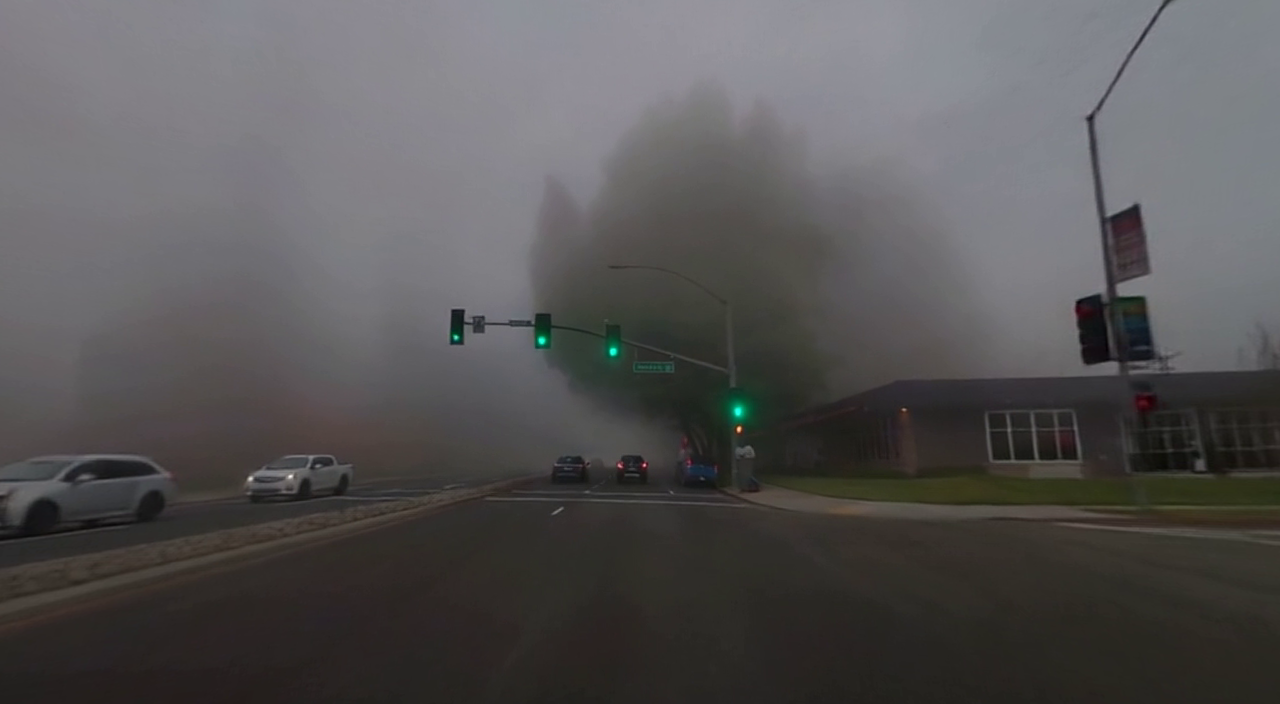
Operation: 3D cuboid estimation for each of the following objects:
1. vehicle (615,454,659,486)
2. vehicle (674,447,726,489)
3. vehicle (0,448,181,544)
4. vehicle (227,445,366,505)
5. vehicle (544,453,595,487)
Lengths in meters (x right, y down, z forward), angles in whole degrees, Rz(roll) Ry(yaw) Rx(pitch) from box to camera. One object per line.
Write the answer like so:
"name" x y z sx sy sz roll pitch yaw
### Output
"vehicle" -0.115 5.960 32.270 2.085 1.475 3.976 0 -9 1
"vehicle" 2.829 5.637 31.090 2.175 1.850 5.118 0 -9 1
"vehicle" -12.501 2.921 13.507 1.986 1.712 4.399 0 -9 1
"vehicle" -12.272 4.395 23.073 2.260 1.921 4.902 0 -9 0
"vehicle" -3.315 5.628 30.459 1.921 1.477 4.083 0 -9 2
